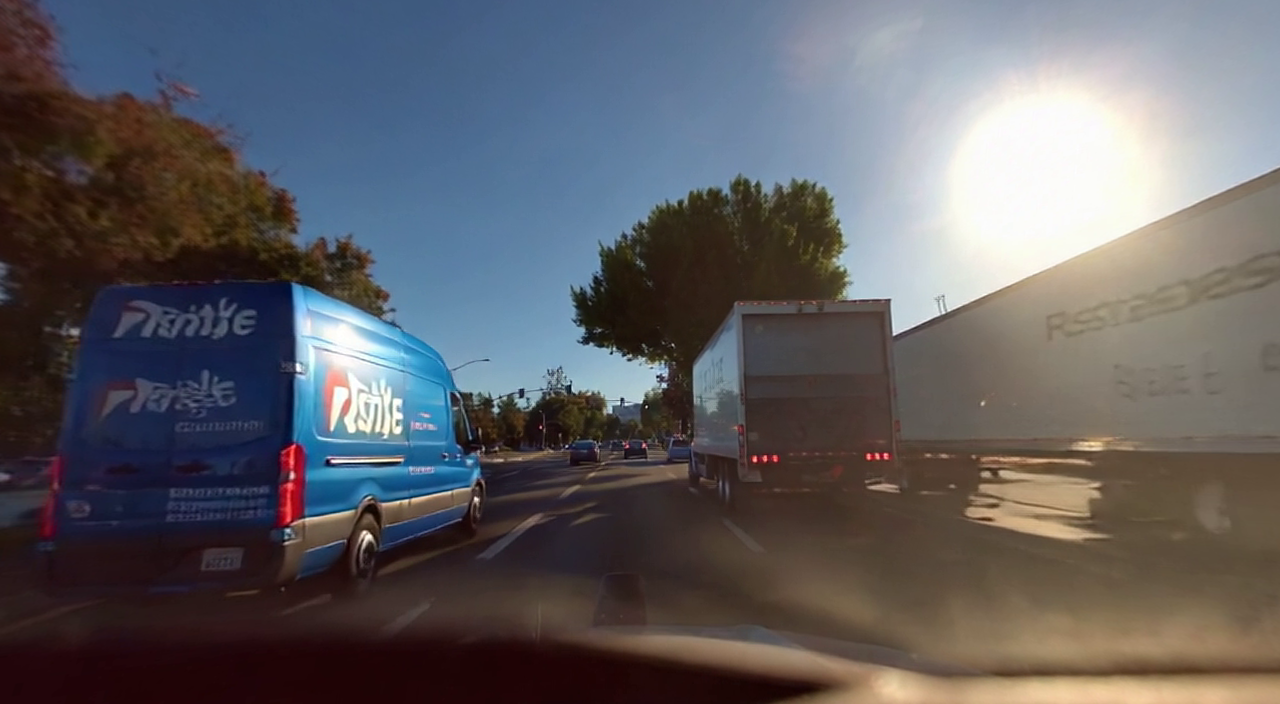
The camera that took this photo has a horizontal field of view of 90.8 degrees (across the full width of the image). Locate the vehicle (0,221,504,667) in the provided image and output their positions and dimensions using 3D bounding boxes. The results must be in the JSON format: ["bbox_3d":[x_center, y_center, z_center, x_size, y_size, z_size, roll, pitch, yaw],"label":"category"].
[{"bbox_3d":[-3.547,1.001,7.211,2.443,2.784,6.493,0,-9,1],"label":"vehicle"}]

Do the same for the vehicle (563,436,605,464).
[{"bbox_3d":[-3.720,6.677,43.092,2.356,1.766,5.674,0,-9,0],"label":"vehicle"}]

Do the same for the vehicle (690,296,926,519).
[{"bbox_3d":[2.997,1.574,14.873,2.861,3.525,9.858,0,-9,0],"label":"vehicle"}]

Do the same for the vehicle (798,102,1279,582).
[{"bbox_3d":[6.902,0.907,12.128,2.941,4.060,16.879,-4,-9,-1],"label":"vehicle"}]

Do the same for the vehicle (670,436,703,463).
[{"bbox_3d":[3.012,6.442,41.773,1.869,1.616,4.346,0,-9,0],"label":"vehicle"}]
